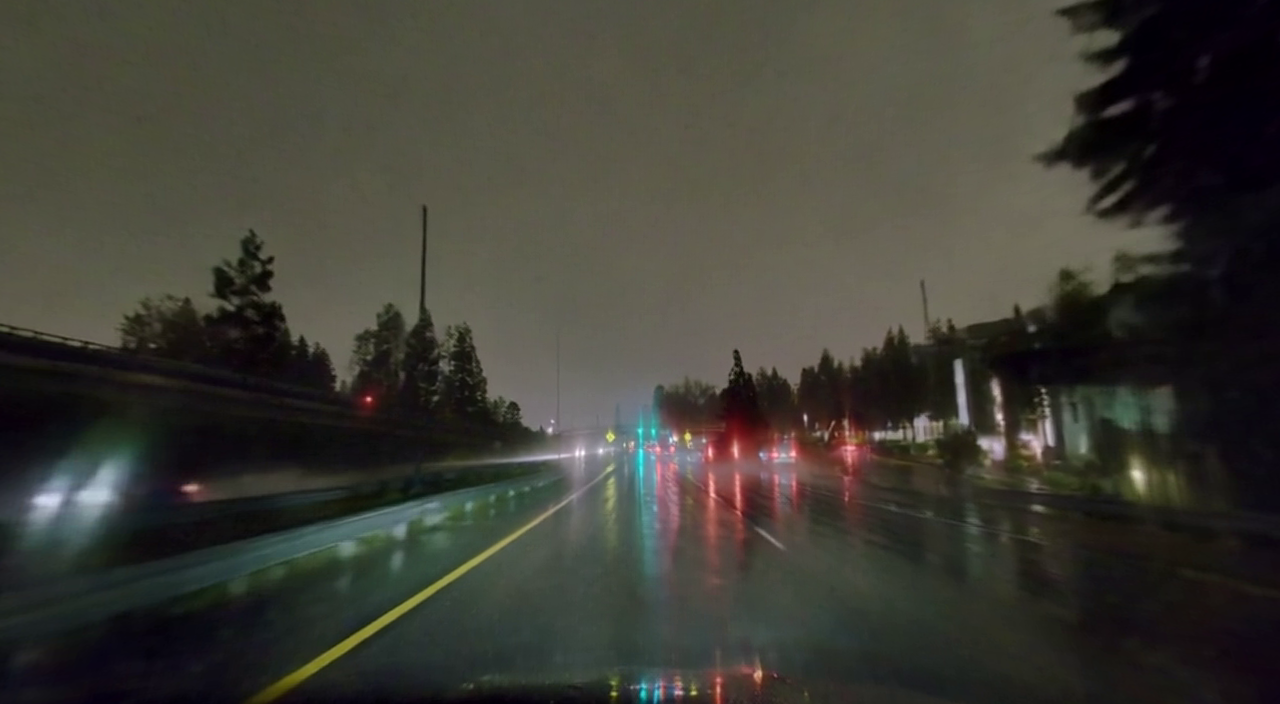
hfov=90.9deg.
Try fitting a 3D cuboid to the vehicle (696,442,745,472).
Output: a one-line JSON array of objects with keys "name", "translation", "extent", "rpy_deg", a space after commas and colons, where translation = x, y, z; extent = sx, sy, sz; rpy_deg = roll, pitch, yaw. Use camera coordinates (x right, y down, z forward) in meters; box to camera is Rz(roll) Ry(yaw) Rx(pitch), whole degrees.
[{"name": "vehicle", "translation": [4.269, 5.663, 34.190], "extent": [2.042, 1.518, 4.477], "rpy_deg": [0, -9, -1]}]
